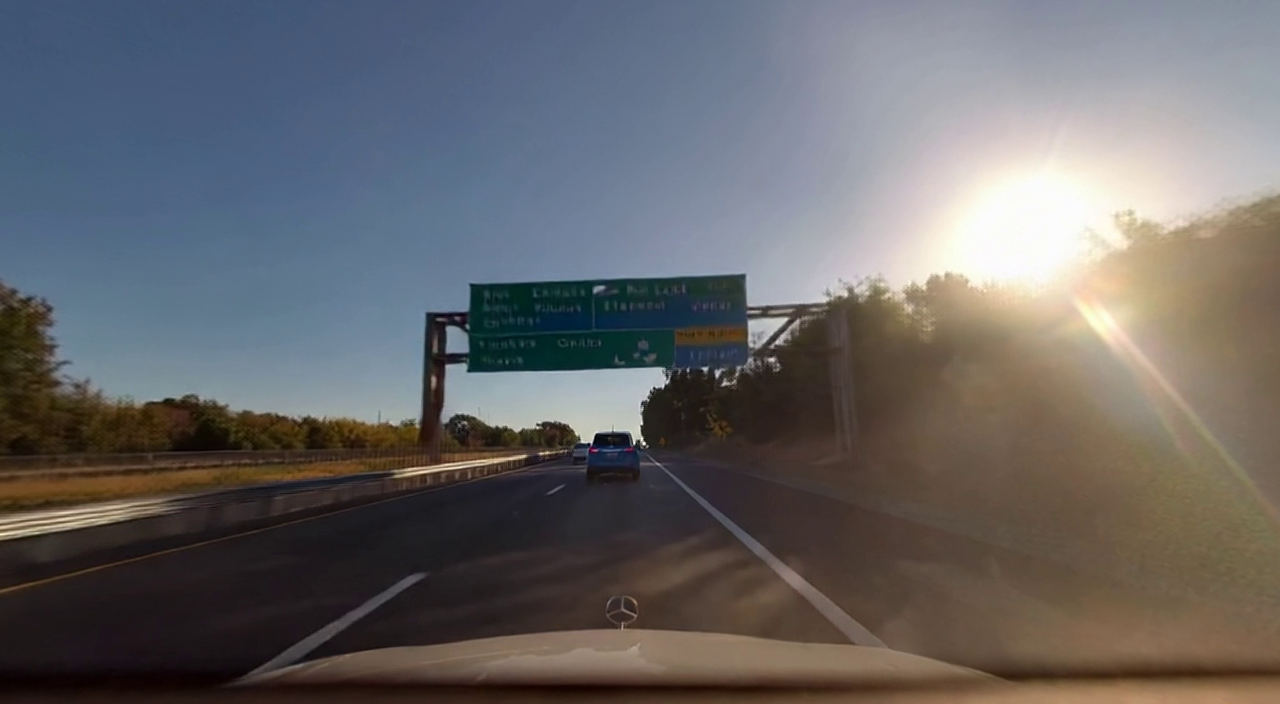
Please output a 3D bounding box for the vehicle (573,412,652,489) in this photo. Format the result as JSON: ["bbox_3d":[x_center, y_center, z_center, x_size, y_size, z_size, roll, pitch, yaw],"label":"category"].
[{"bbox_3d":[-0.832,3.157,20.386,2.248,2.154,4.892,0,-8,-1],"label":"vehicle"}]
